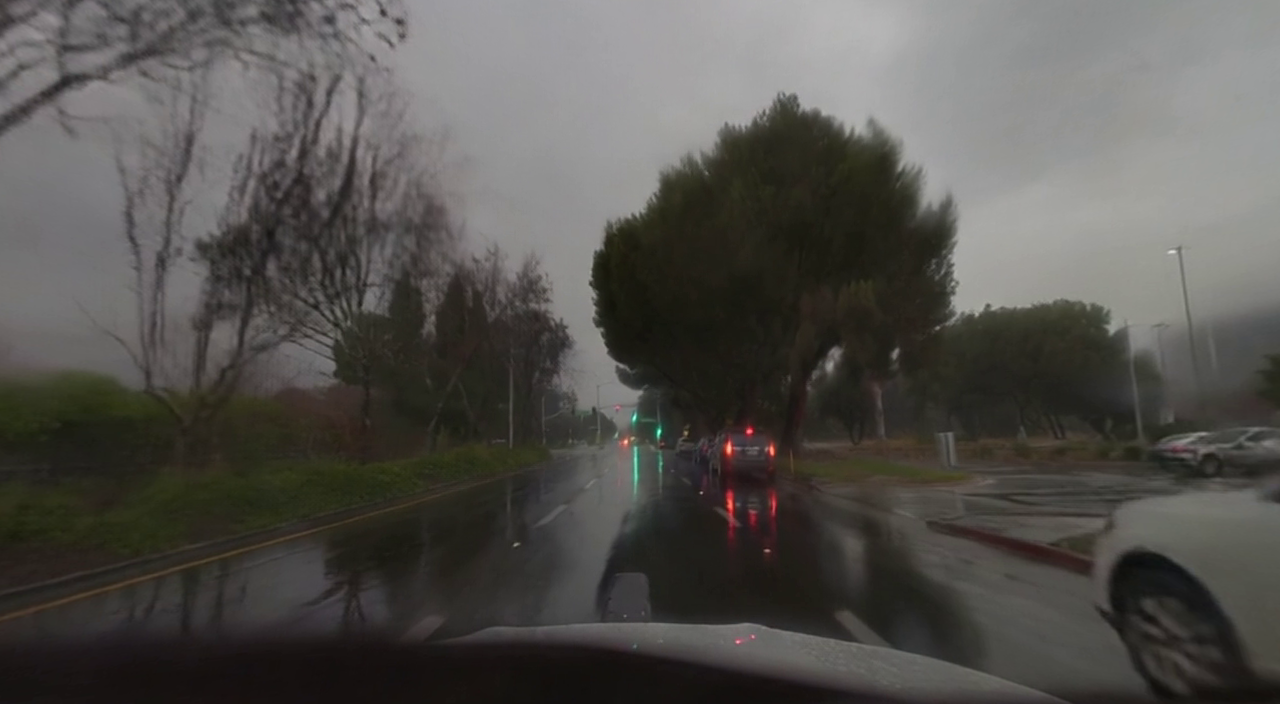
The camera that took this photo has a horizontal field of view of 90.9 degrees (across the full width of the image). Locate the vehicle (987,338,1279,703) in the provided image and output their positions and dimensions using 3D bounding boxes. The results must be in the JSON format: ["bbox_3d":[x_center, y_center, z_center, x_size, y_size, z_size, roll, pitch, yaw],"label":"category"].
[{"bbox_3d":[3.659,0.724,1.900,2.250,1.720,5.033,0,-8,-1],"label":"vehicle"}]

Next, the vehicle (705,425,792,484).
[{"bbox_3d":[3.795,3.676,22.930,2.226,1.889,4.543,0,-8,-1],"label":"vehicle"}]
